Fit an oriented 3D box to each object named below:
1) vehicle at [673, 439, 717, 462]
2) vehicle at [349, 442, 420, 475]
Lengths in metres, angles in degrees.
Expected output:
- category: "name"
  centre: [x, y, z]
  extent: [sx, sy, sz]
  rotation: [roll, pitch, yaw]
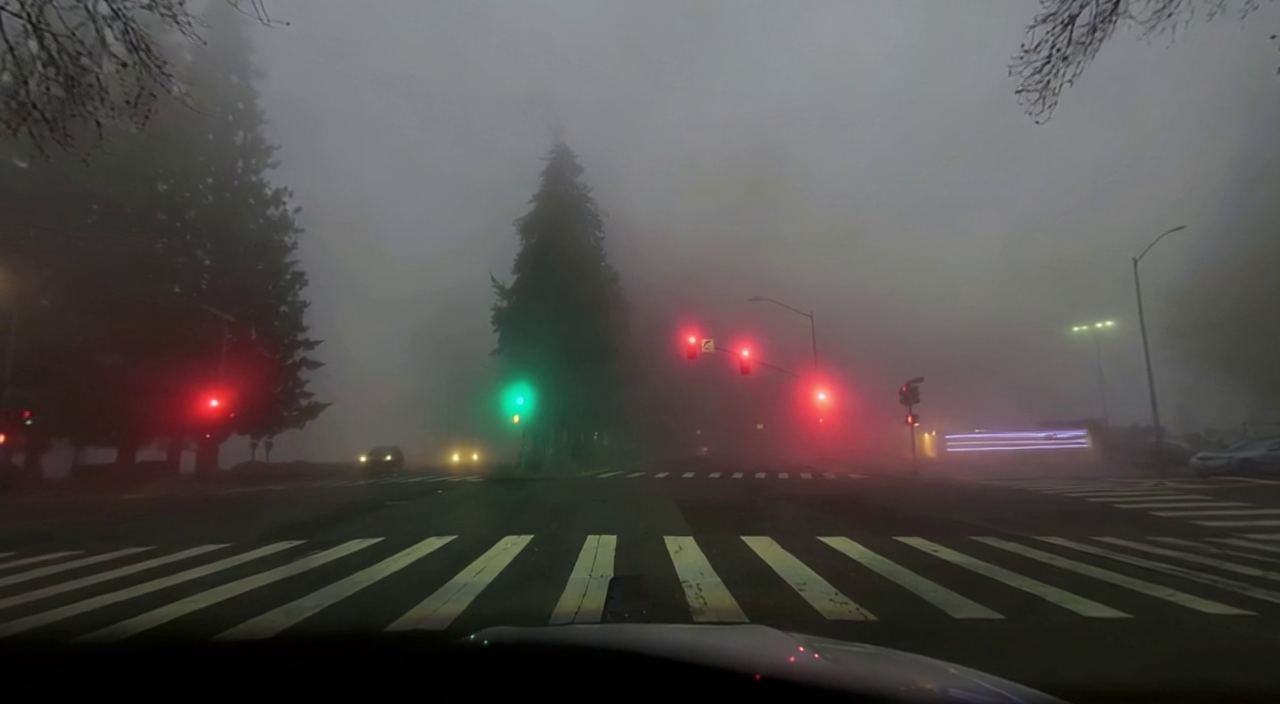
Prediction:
- category: "vehicle"
  centre: [3.871, 6.831, 43.702]
  extent: [2.521, 1.522, 4.418]
  rotation: [-2, -9, 12]
- category: "vehicle"
  centre: [-14.819, 6.191, 36.844]
  extent: [2.169, 1.753, 4.640]
  rotation: [0, -9, 1]
